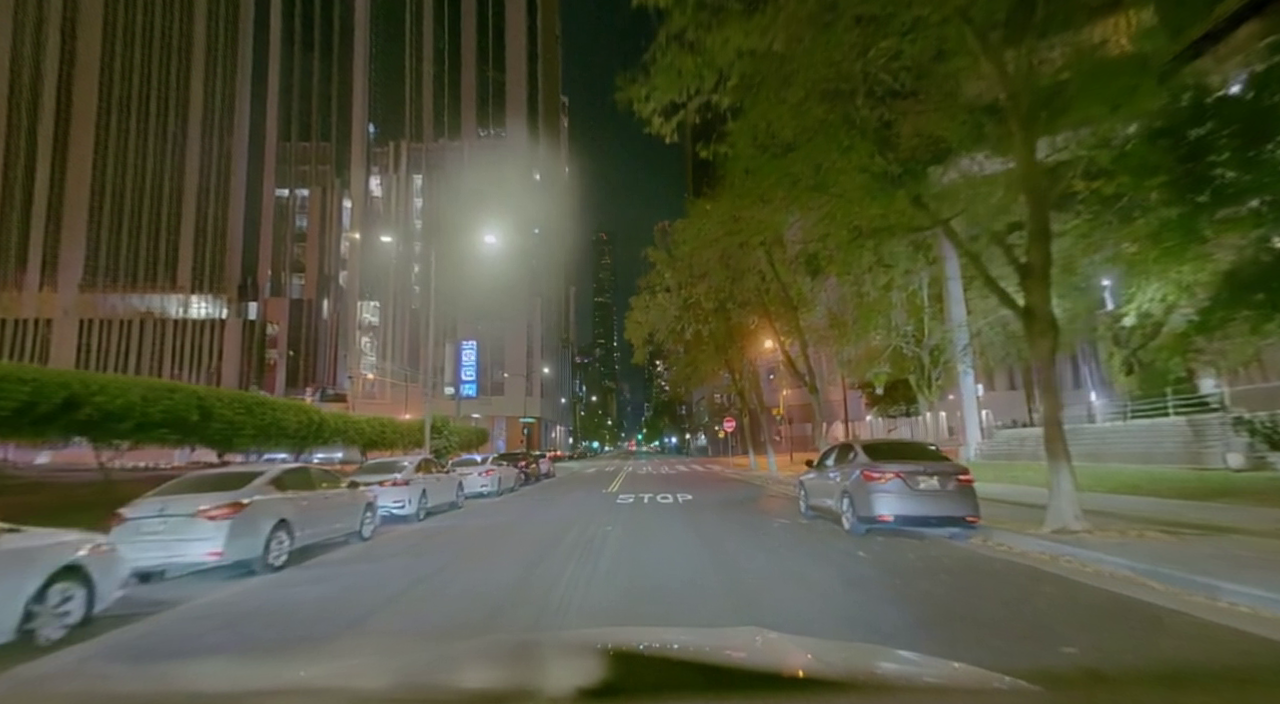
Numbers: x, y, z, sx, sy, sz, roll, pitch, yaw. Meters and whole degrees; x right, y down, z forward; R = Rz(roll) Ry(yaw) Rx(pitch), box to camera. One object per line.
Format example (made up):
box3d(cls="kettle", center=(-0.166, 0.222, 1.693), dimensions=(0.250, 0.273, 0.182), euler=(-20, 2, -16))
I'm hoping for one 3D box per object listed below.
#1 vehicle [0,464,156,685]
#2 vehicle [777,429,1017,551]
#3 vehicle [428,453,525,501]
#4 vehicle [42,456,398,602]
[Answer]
box3d(cls="vehicle", center=(-5.403, 1.427, 3.481), dimensions=(2.089, 1.463, 4.350), euler=(0, -8, -2))
box3d(cls="vehicle", center=(3.827, 2.116, 10.383), dimensions=(1.978, 1.554, 4.192), euler=(0, -8, -3))
box3d(cls="vehicle", center=(-5.469, 4.233, 21.769), dimensions=(2.131, 1.407, 4.547), euler=(0, -8, 0))
box3d(cls="vehicle", center=(-5.475, 2.312, 9.318), dimensions=(1.873, 1.448, 5.013), euler=(0, -8, -1))
